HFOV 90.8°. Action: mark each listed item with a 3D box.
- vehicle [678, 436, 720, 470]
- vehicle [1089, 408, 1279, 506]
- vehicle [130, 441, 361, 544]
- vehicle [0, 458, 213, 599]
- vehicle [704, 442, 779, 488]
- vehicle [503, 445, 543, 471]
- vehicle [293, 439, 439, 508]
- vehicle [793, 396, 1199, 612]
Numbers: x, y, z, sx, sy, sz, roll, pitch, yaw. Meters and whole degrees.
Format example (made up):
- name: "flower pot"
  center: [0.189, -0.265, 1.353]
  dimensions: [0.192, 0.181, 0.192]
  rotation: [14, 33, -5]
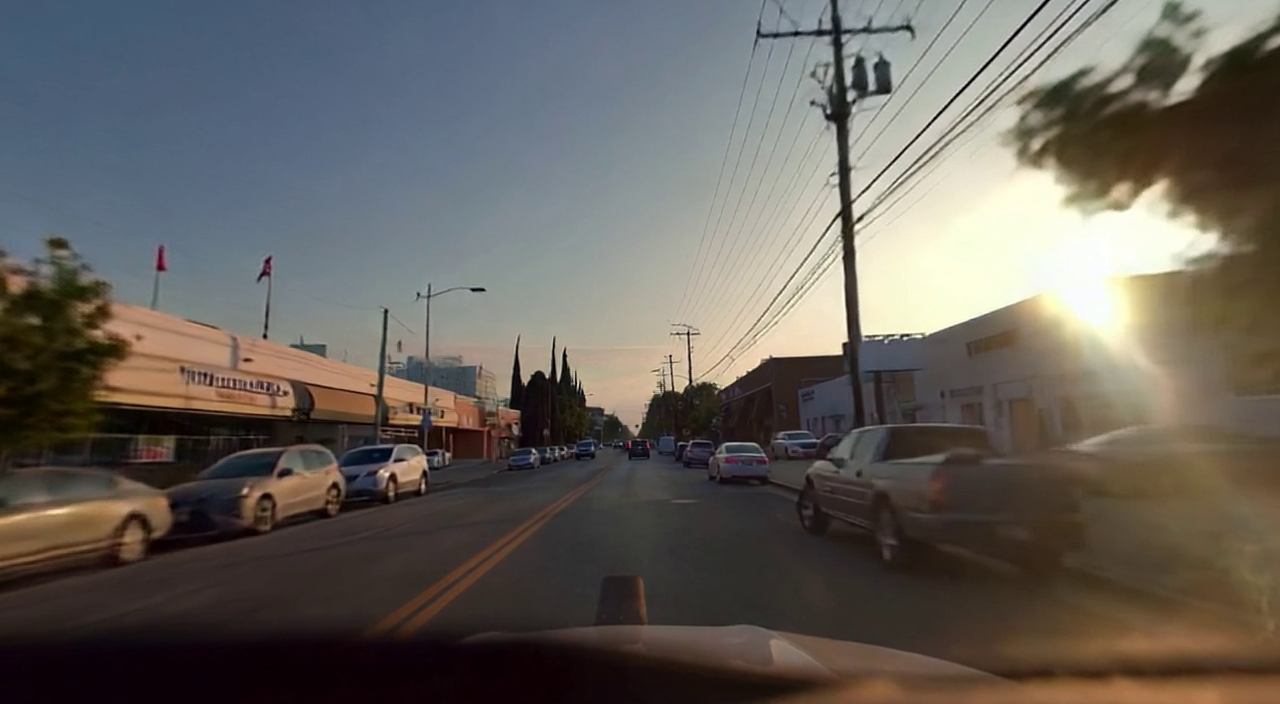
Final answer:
- name: "vehicle"
  center: [3.391, 5.954, 37.177]
  dimensions: [2.025, 1.843, 4.883]
  rotation: [-1, -9, 1]
- name: "vehicle"
  center: [11.314, 1.845, 11.480]
  dimensions: [4.711, 1.587, 1.909]
  rotation: [-2, -8, 3]
- name: "vehicle"
  center: [-8.466, 2.978, 14.280]
  dimensions: [2.045, 1.820, 4.858]
  rotation: [0, -7, 0]
- name: "vehicle"
  center: [-8.622, 2.337, 8.817]
  dimensions: [2.022, 1.501, 4.860]
  rotation: [0, -7, -1]
- name: "vehicle"
  center: [3.506, 3.981, 22.642]
  dimensions: [1.866, 1.439, 4.482]
  rotation: [0, -8, -1]
- name: "vehicle"
  center: [-8.493, 7.676, 46.173]
  dimensions: [2.113, 1.665, 5.062]
  rotation: [0, -7, -2]
- name: "vehicle"
  center: [-8.317, 3.721, 19.922]
  dimensions: [1.986, 1.831, 5.678]
  rotation: [0, -9, 1]
- name: "vehicle"
  center: [3.547, 1.601, 7.673]
  dimensions: [2.088, 1.765, 4.704]
  rotation: [0, -8, -1]
